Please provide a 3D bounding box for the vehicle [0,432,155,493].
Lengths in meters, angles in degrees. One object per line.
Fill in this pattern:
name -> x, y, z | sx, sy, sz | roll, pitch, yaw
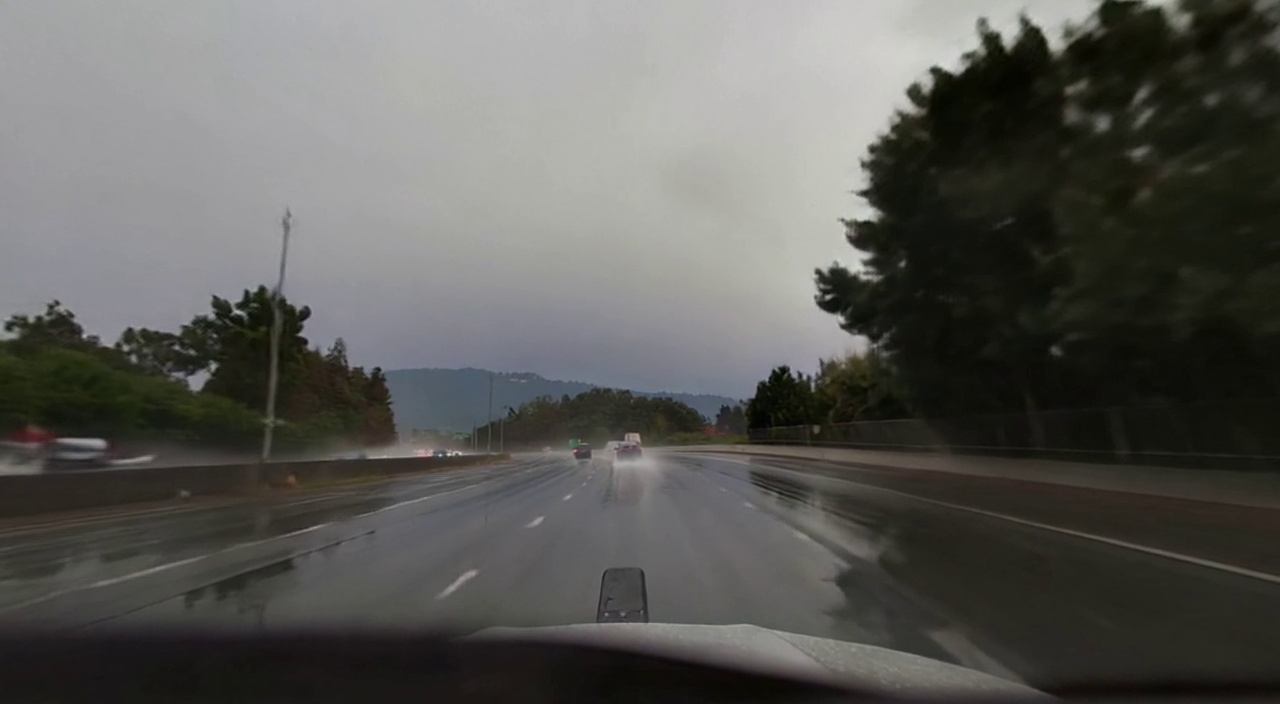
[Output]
vehicle -> -33.092, 6.257, 36.507 | 2.948, 3.055, 9.494 | 0, -8, -4
